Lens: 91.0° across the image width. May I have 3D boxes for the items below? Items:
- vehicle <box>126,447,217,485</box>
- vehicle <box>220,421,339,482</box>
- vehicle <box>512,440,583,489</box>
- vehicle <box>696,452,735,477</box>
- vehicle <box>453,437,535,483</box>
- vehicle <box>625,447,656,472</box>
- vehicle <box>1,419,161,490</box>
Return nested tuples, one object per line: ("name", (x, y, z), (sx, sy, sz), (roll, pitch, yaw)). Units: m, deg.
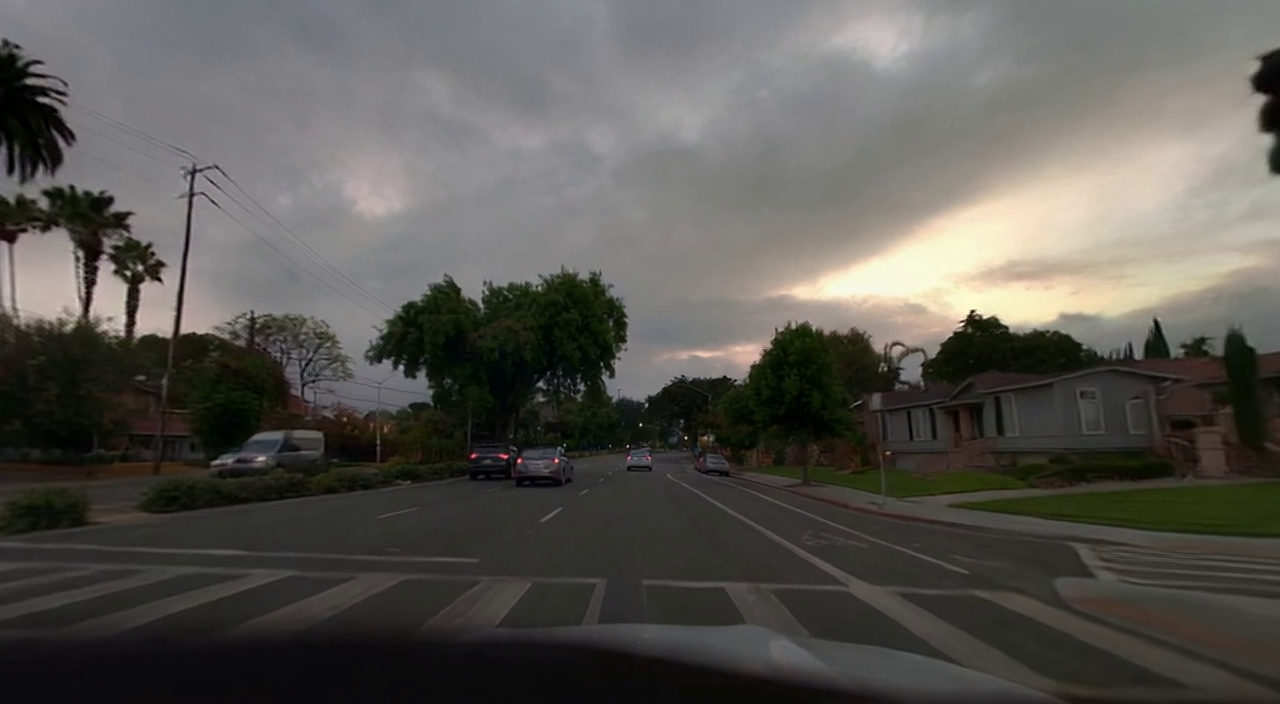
("vehicle", (-25.461, 6.177, 34.393), (2.096, 1.778, 3.972), (-3, -8, -3))
("vehicle", (-17.712, 4.937, 31.415), (2.331, 2.714, 5.872), (0, -9, 1))
("vehicle", (-3.707, 4.593, 25.999), (2.116, 1.806, 4.516), (0, -9, 2))
("vehicle", (4.997, 7.514, 42.198), (1.994, 1.507, 4.173), (1, -9, -2))
("vehicle", (-7.055, 5.307, 31.381), (2.457, 2.010, 6.330), (0, -9, 1))
("vehicle", (0.010, 8.178, 48.028), (2.280, 1.803, 4.240), (0, -9, 0))
("vehicle", (-25.810, 4.747, 29.440), (2.512, 2.978, 5.172), (0, -9, 1))
